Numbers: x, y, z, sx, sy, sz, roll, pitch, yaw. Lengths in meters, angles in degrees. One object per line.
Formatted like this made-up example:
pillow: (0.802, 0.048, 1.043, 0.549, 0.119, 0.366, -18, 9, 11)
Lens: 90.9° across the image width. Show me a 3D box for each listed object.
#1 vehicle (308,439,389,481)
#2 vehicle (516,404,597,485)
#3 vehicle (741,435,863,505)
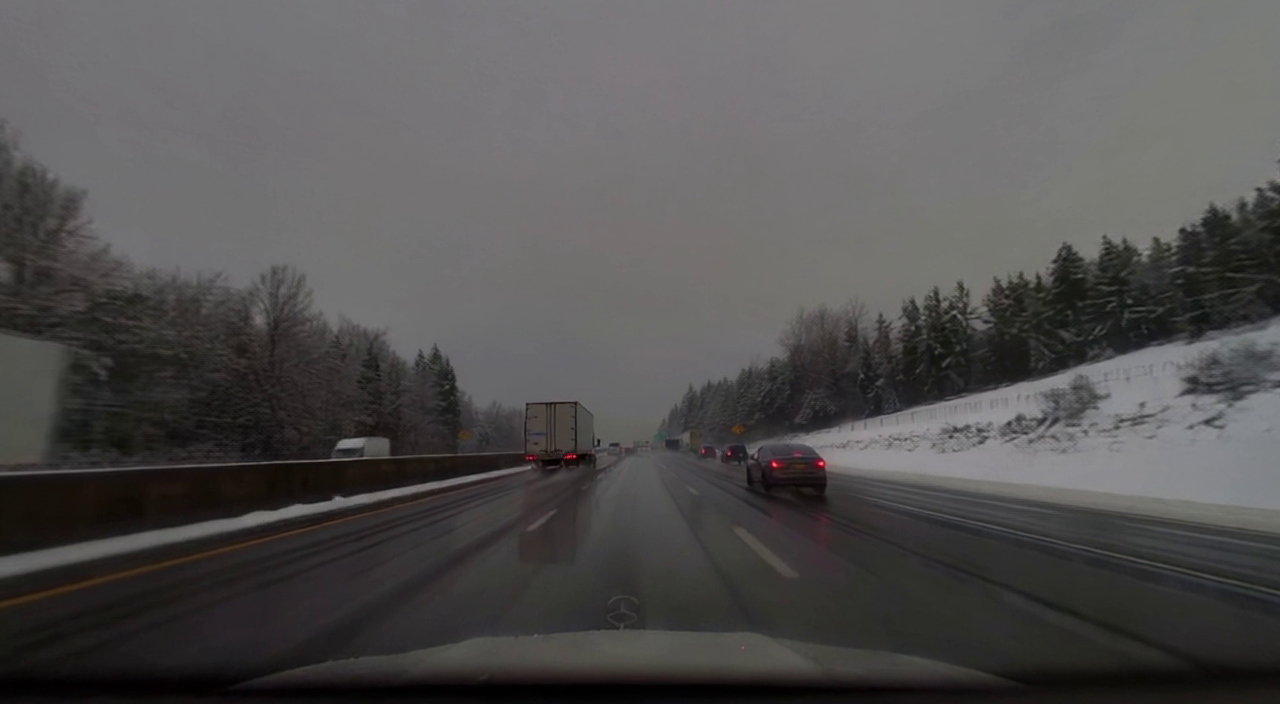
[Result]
vehicle: (-19.029, 7.098, 41.591, 2.396, 2.527, 6.056, 0, -9, 0)
vehicle: (-3.569, 4.200, 28.564, 2.667, 3.195, 6.731, 0, -9, 1)
vehicle: (3.973, 2.983, 16.259, 1.983, 1.545, 4.038, 0, -9, -1)
